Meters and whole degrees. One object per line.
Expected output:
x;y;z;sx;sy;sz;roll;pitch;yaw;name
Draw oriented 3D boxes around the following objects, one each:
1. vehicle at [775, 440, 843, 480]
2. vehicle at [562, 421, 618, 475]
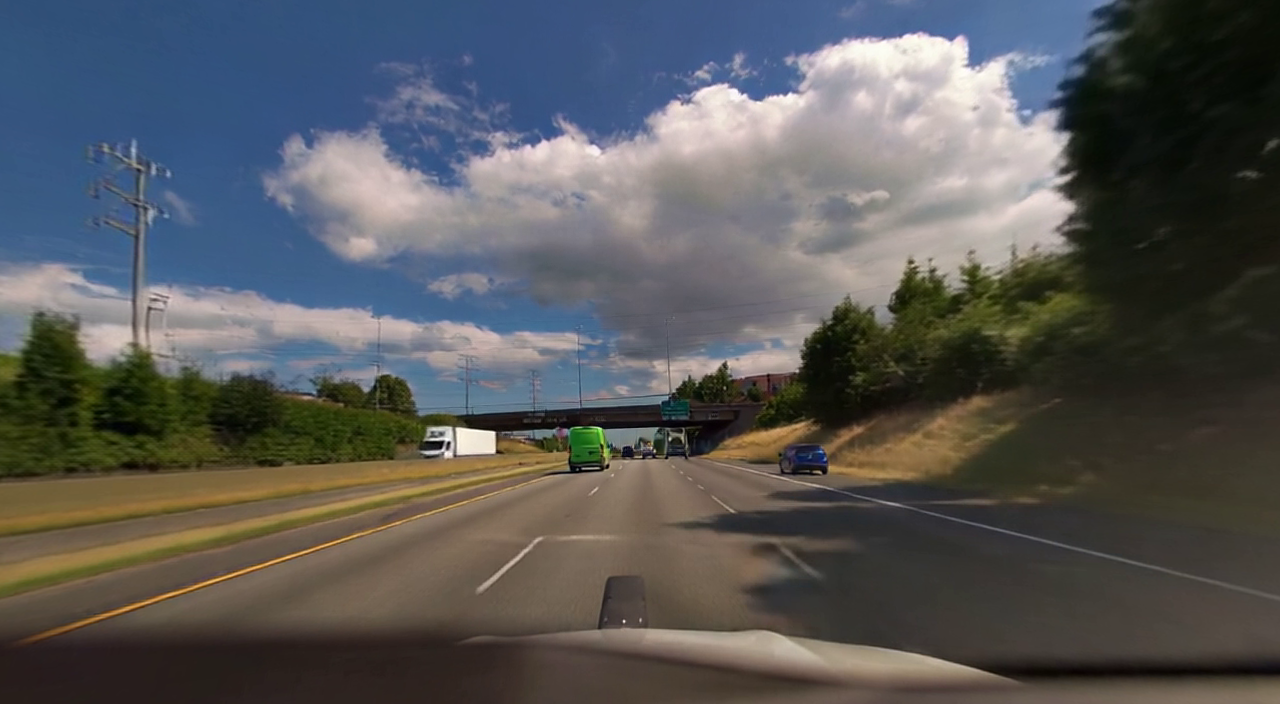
7.584;4.900;28.711;1.936;1.664;4.198;0;-9;1;vehicle
-2.566;5.219;34.094;2.451;2.627;5.868;0;-9;1;vehicle
